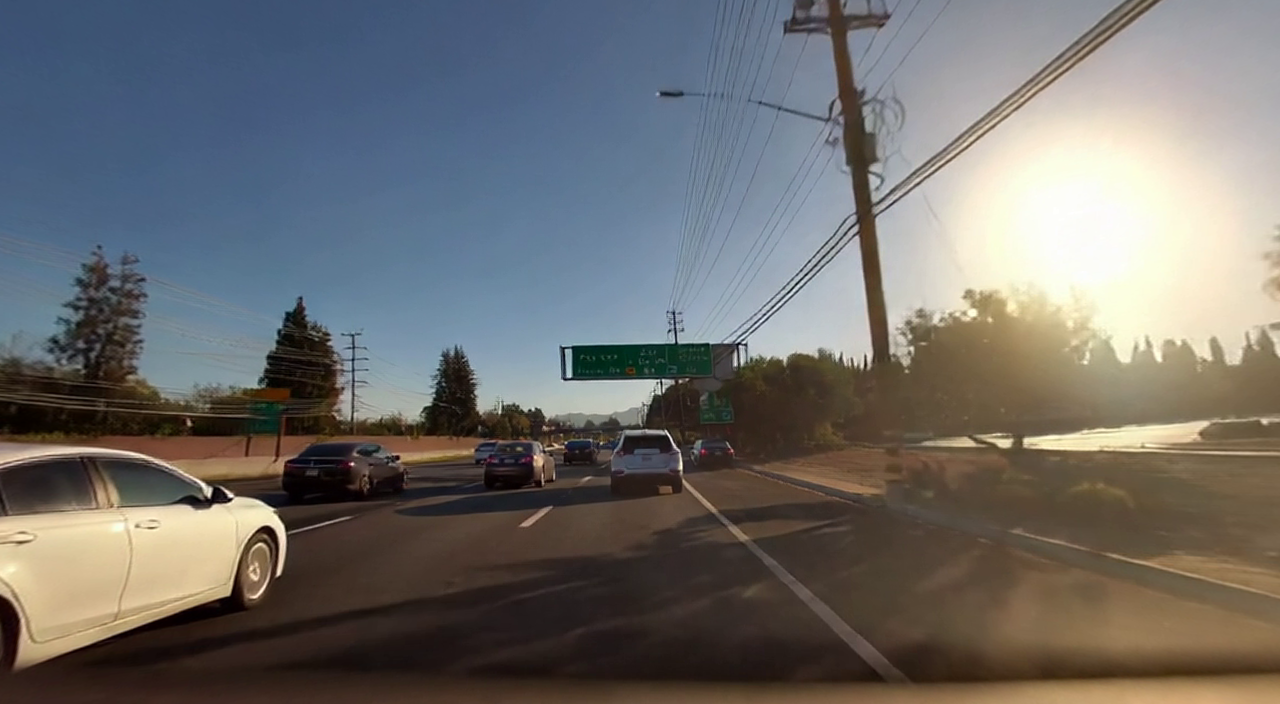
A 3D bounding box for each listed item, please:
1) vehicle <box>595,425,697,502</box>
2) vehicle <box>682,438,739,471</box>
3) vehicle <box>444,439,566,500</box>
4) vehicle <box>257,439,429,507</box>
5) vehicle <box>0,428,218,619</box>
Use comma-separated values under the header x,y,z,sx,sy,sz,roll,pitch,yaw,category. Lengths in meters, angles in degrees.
x,y,z,sx,sy,sz,roll,pitch,yaw,category
0.154,2.808,16.241,2.284,1.699,4.168,0,-8,0,vehicle
3.327,4.928,30.680,2.197,1.464,4.356,0,-8,-1,vehicle
-3.474,3.134,17.343,2.203,1.425,4.610,0,-8,2,vehicle
-7.104,2.914,15.789,1.959,1.435,4.719,0,-8,1,vehicle
-5.890,1.357,5.145,1.958,1.447,4.454,0,-8,-2,vehicle
